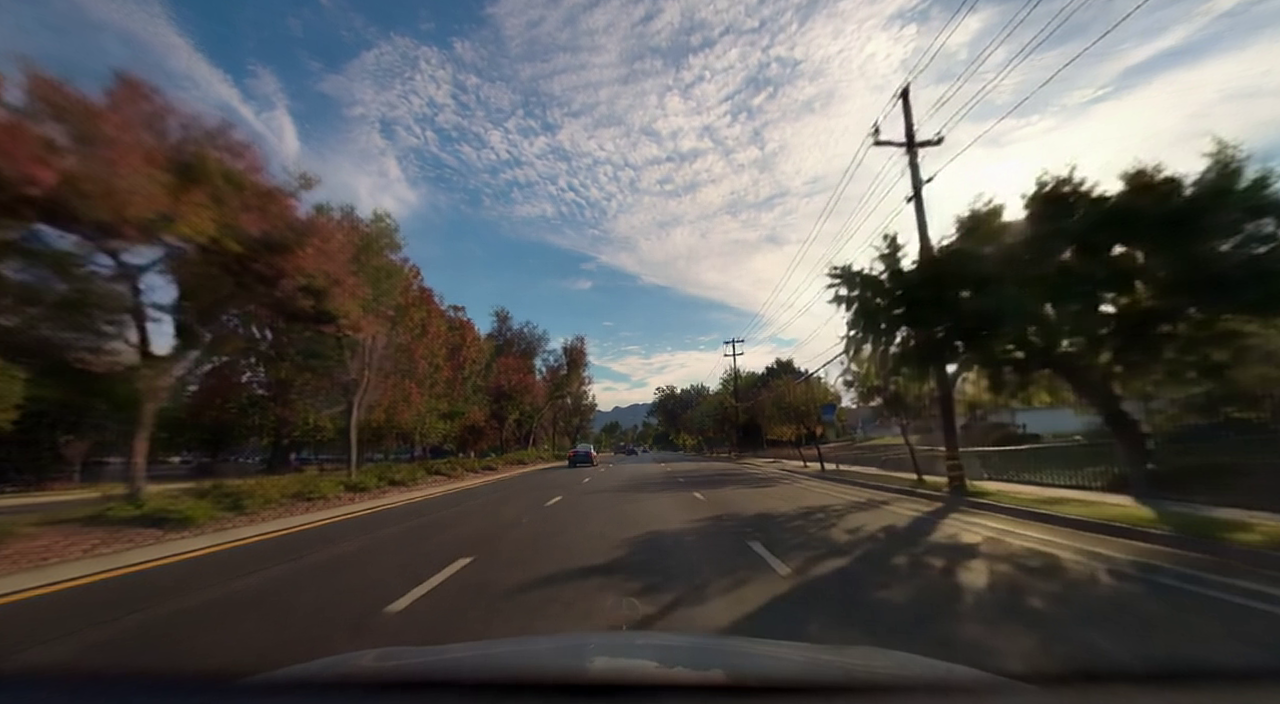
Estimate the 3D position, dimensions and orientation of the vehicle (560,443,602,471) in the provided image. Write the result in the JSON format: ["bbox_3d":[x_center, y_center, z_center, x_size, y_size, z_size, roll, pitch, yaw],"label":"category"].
[{"bbox_3d":[-3.380,6.046,36.648,2.007,1.514,4.049,0,-8,1],"label":"vehicle"}]
